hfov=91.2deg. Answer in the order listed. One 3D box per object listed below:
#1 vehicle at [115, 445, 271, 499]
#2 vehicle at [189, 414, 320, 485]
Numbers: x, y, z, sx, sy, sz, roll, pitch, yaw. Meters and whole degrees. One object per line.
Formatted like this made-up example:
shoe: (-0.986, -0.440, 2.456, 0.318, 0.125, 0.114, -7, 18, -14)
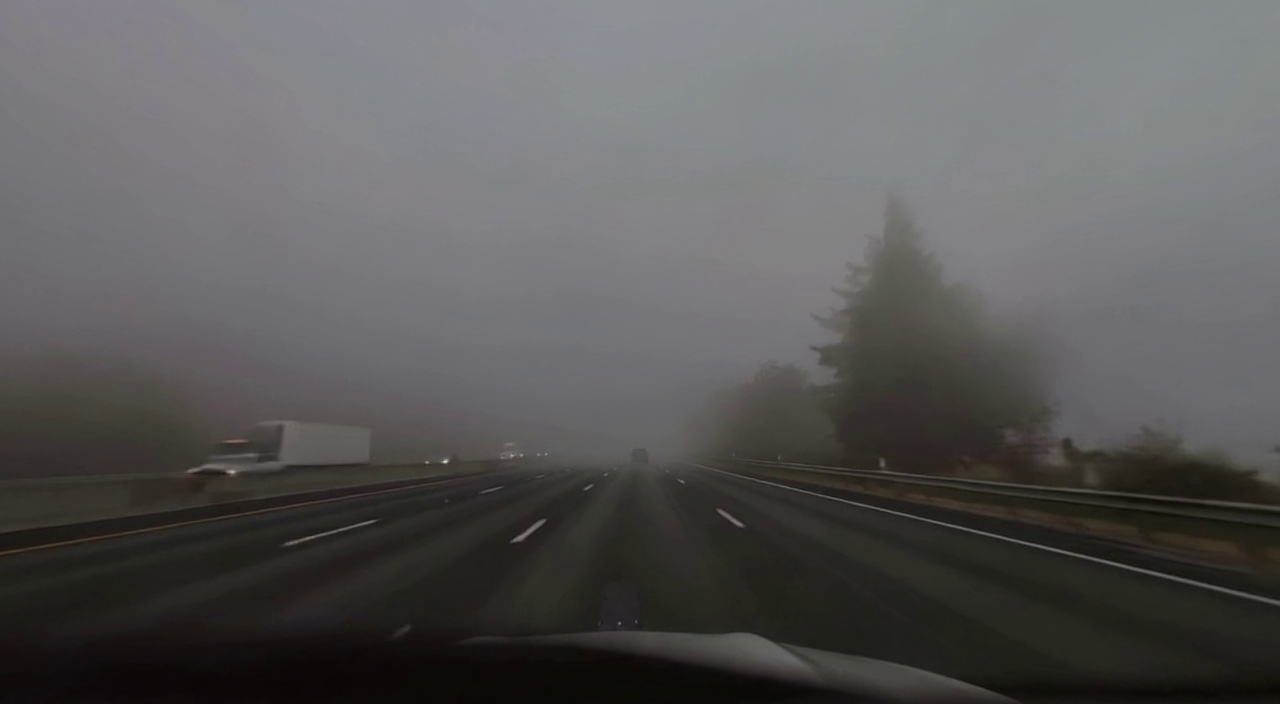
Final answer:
vehicle: (-15.532, 4.169, 22.191, 2.033, 1.695, 4.724, 0, -9, 0)
vehicle: (-23.237, 5.947, 38.454, 2.894, 3.893, 7.794, 0, -9, 0)
